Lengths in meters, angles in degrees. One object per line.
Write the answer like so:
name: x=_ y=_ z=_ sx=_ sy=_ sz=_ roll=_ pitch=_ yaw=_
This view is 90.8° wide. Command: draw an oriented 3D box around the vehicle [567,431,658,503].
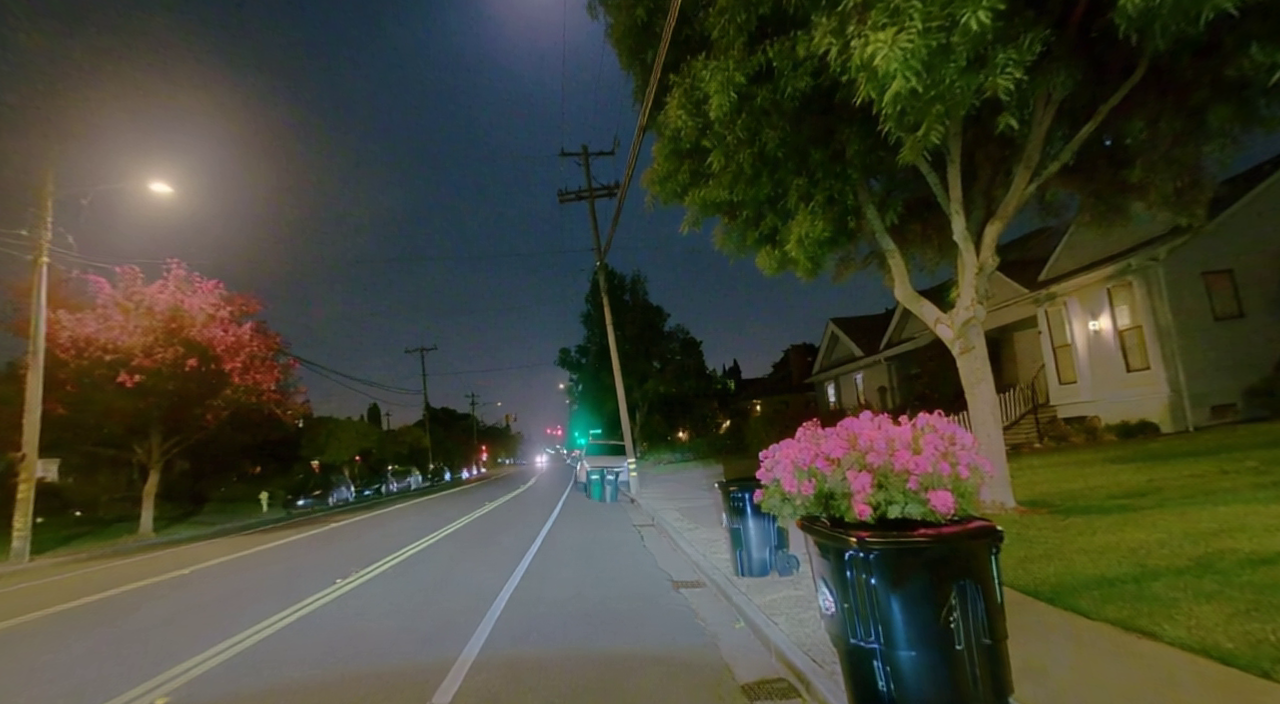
vehicle: x=-0.808 y=3.082 z=17.382 sx=2.190 sy=1.708 sz=4.115 roll=0 pitch=-8 yaw=-4

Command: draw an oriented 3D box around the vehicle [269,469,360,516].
vehicle: x=-13.746 y=5.921 z=26.989 sx=1.982 sy=1.660 sz=4.142 roll=1 pitch=-8 yaw=-6

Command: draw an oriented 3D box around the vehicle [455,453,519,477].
vehicle: x=-11.767 y=8.694 z=48.547 sx=4.723 sy=1.679 sz=2.218 roll=-8 pitch=-11 yaw=36
